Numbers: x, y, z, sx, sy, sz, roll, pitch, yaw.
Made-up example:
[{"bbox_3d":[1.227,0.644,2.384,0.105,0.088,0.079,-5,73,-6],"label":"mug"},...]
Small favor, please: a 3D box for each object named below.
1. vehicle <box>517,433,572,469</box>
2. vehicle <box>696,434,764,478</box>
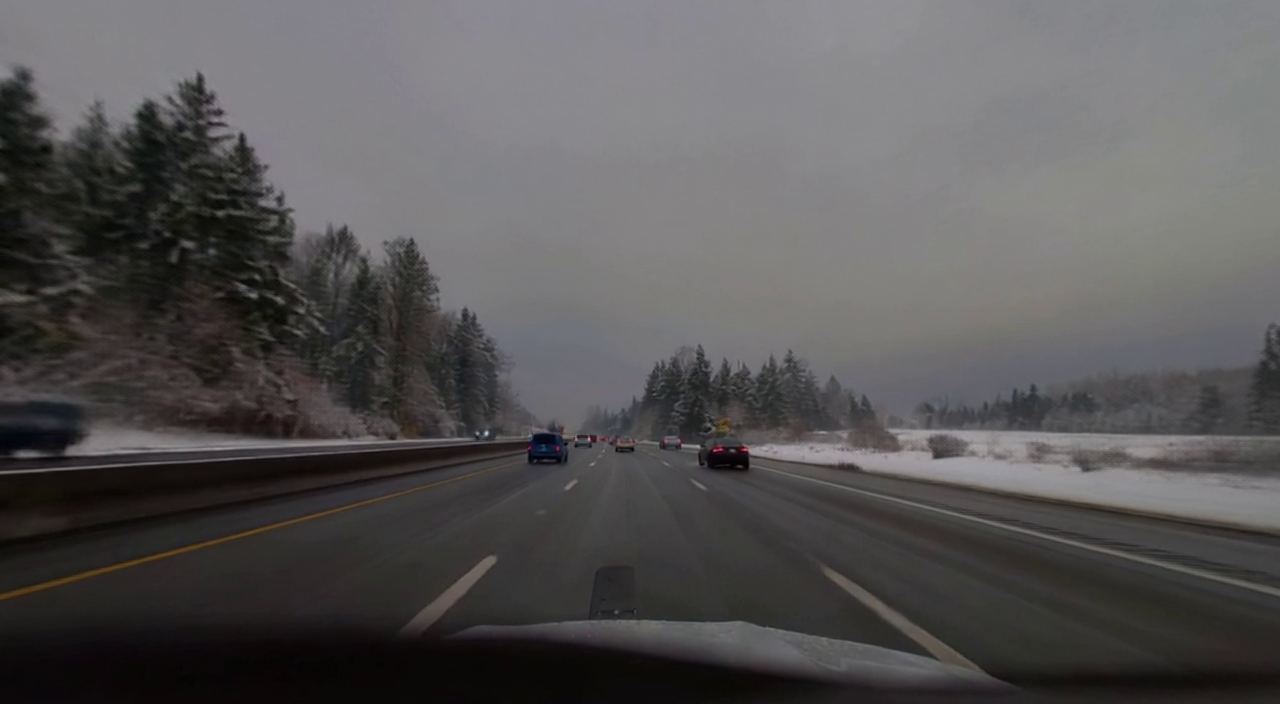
[{"bbox_3d":[-4.323,4.547,29.116,1.941,1.529,4.111,0,-8,-1],"label":"vehicle"},{"bbox_3d":[3.336,3.924,24.165,1.883,1.536,3.792,0,-8,-3],"label":"vehicle"}]
